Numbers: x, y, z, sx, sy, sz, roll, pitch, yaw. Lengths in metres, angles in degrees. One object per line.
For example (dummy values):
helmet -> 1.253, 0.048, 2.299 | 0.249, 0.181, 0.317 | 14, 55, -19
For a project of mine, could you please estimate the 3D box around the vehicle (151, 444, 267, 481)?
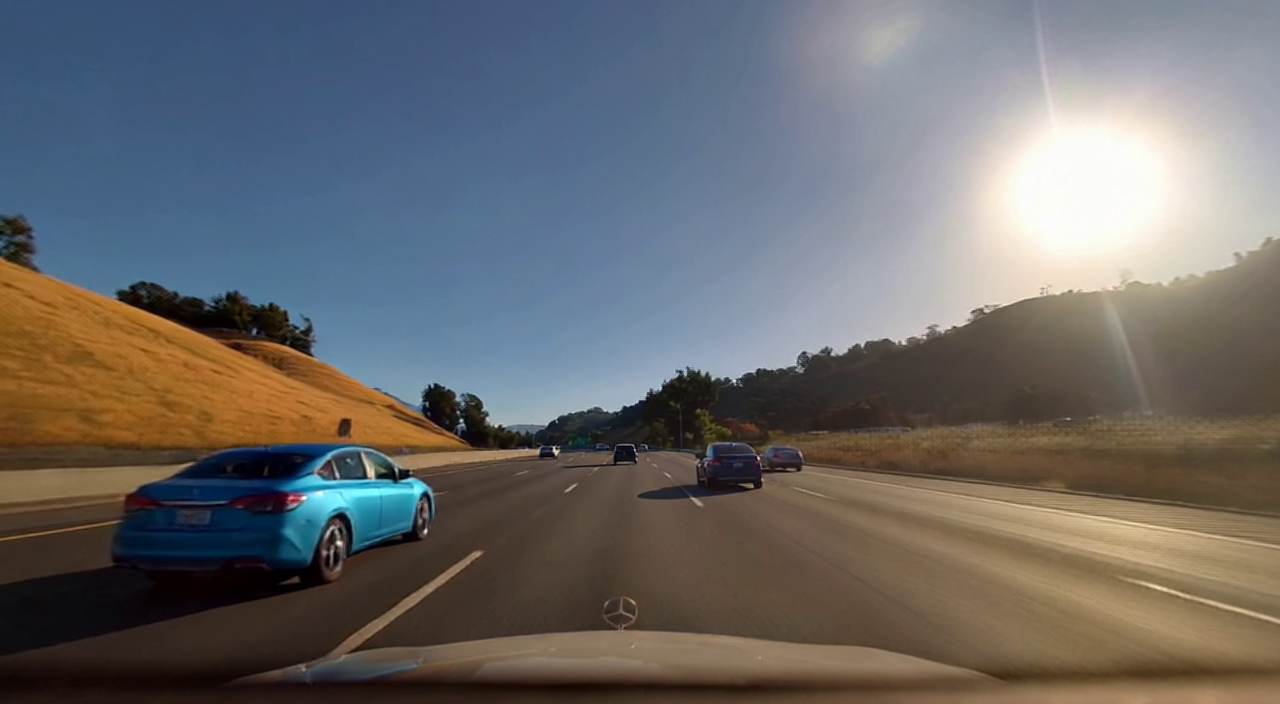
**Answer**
vehicle -> -22.626, 5.786, 33.536 | 2.492, 1.756, 5.166 | 0, -8, 0

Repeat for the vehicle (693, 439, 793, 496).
vehicle -> 2.959, 3.442, 19.307 | 2.120, 1.492, 4.734 | 0, -8, -2

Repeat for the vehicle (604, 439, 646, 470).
vehicle -> -0.831, 5.944, 36.651 | 2.277, 1.675, 4.023 | 0, -8, 0
